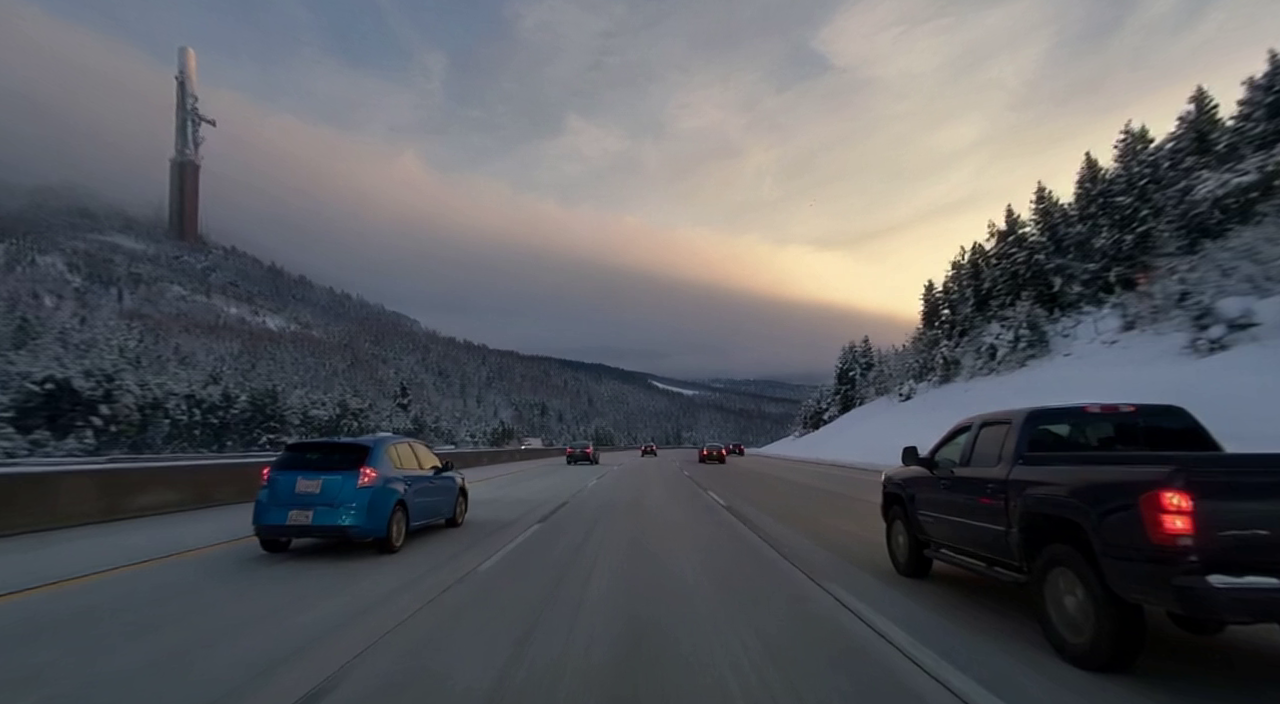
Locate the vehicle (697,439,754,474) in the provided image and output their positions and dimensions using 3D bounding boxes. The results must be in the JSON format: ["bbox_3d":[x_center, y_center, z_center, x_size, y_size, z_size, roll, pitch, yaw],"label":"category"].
[{"bbox_3d":[3.934,4.880,29.646,2.046,1.471,4.333,0,-8,0],"label":"vehicle"}]

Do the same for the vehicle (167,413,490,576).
[{"bbox_3d":[-3.711,1.786,8.722,2.113,1.636,4.494,0,-8,1],"label":"vehicle"}]

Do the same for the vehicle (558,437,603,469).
[{"bbox_3d":[-3.304,5.709,35.841,2.021,1.679,4.310,-1,-8,2],"label":"vehicle"}]

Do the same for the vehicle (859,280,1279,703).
[{"bbox_3d":[3.551,0.991,4.512,2.098,1.925,5.171,0,-8,0],"label":"vehicle"}]
